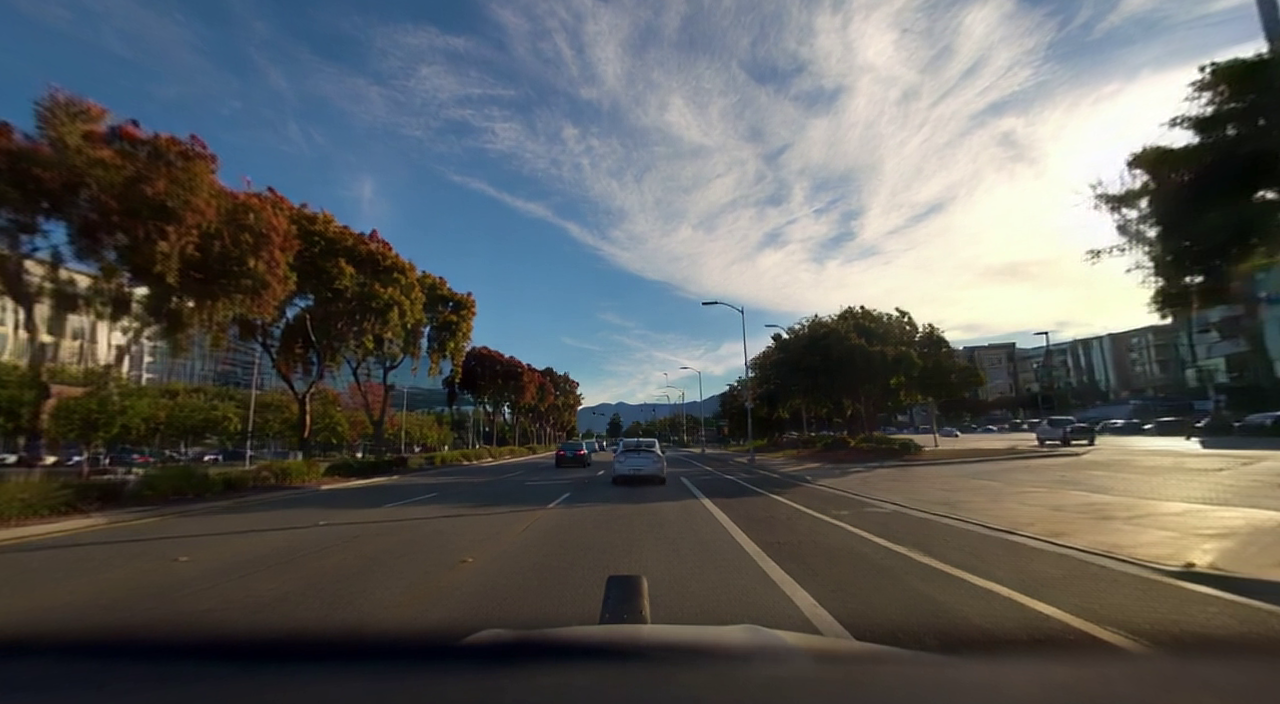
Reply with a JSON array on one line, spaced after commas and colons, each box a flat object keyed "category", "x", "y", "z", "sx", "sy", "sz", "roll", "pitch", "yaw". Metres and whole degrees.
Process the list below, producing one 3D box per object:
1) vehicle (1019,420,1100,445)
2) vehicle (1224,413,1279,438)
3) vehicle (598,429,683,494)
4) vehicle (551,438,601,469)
[{"category": "vehicle", "x": 31.865, "y": 6.163, "z": 48.120, "sx": 4.903, "sy": 1.767, "sz": 2.105, "roll": -5, "pitch": -10, "yaw": 31}, {"category": "vehicle", "x": 45.077, "y": 5.197, "z": 44.760, "sx": 4.851, "sy": 1.673, "sz": 1.912, "roll": -5, "pitch": -10, "yaw": 30}, {"category": "vehicle", "x": 0.023, "y": 3.129, "z": 18.344, "sx": 2.199, "sy": 1.652, "sz": 4.101, "roll": 0, "pitch": -8, "yaw": 0}, {"category": "vehicle", "x": -3.269, "y": 5.344, "z": 33.382, "sx": 1.942, "sy": 1.462, "sz": 4.905, "roll": -1, "pitch": -8, "yaw": 2}]
